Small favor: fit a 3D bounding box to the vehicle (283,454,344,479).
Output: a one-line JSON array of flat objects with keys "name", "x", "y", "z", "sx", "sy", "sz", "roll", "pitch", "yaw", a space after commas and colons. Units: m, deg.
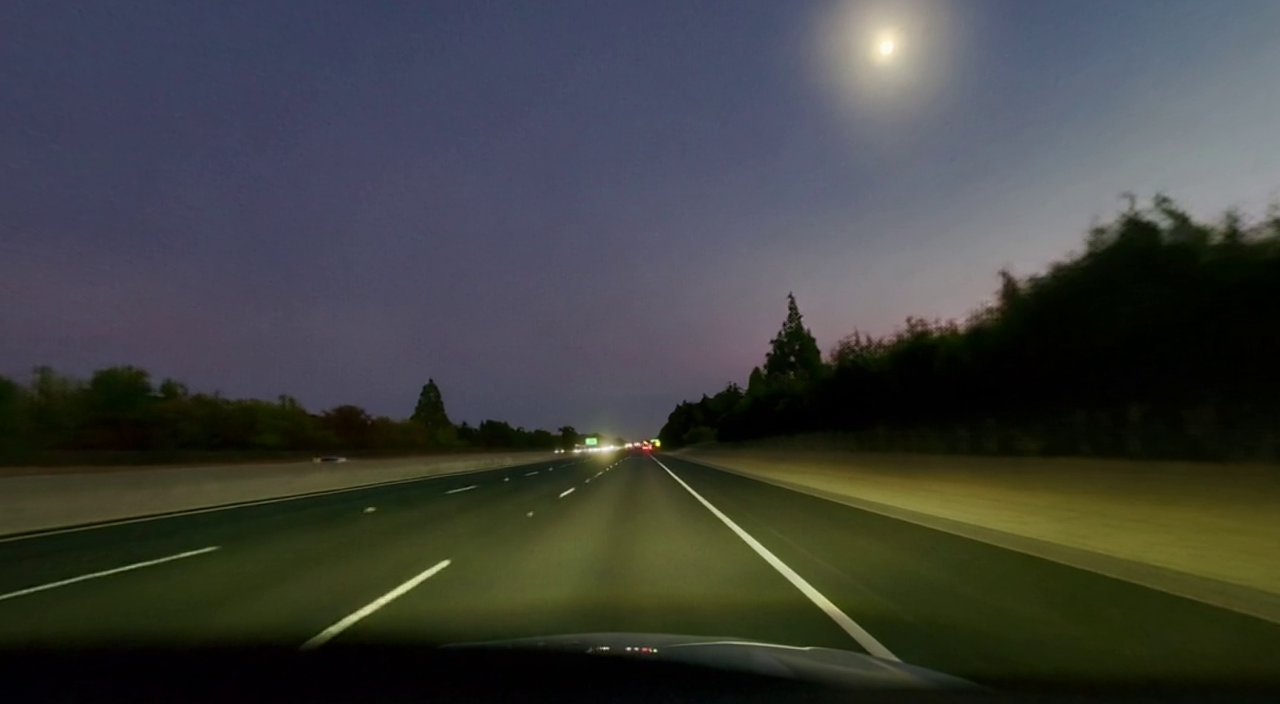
[{"name": "vehicle", "x": -21.011, "y": 7.369, "z": 40.801, "sx": 1.776, "sy": 1.443, "sz": 4.091, "roll": 0, "pitch": -9, "yaw": 0}]
